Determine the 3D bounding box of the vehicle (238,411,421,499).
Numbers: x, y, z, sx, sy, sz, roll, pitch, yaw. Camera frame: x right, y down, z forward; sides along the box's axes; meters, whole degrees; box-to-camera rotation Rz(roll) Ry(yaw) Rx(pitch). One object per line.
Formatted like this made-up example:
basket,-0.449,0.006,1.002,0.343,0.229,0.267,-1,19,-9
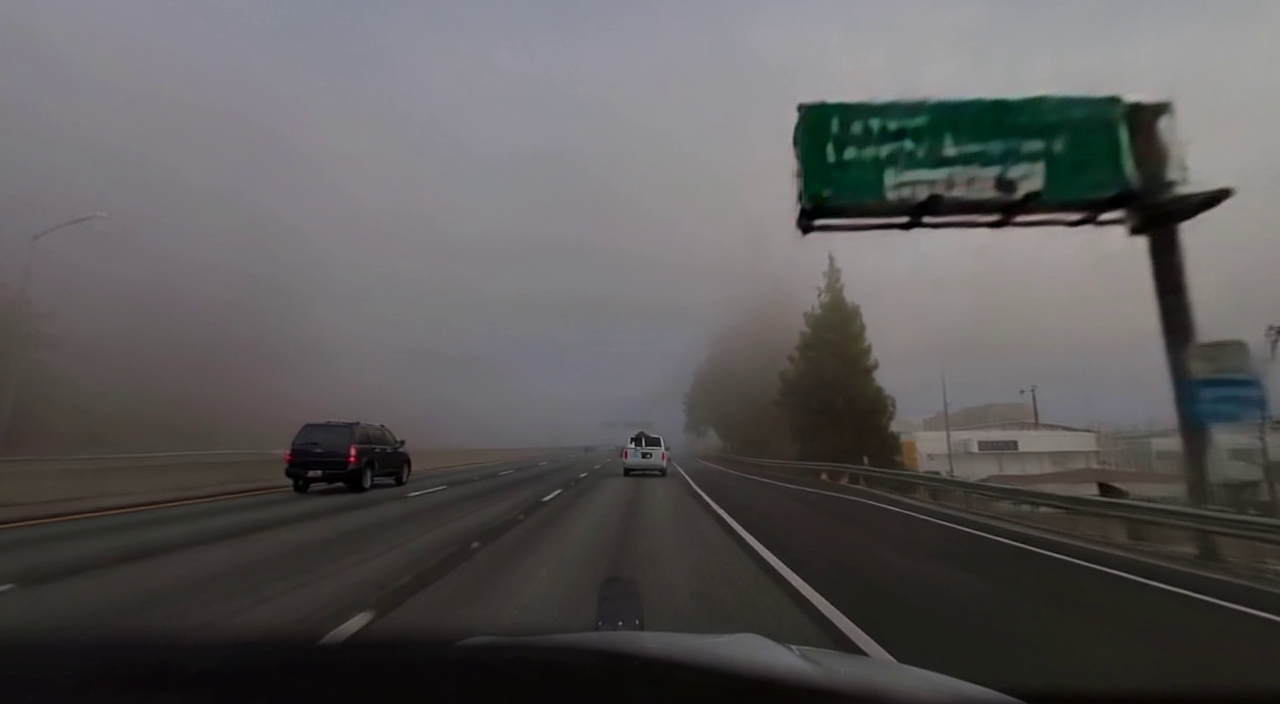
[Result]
vehicle,-7.877,2.706,16.805,2.289,1.955,5.147,0,-9,-1

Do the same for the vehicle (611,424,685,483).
vehicle,0.332,3.846,24.075,2.497,1.957,5.432,0,-9,1
